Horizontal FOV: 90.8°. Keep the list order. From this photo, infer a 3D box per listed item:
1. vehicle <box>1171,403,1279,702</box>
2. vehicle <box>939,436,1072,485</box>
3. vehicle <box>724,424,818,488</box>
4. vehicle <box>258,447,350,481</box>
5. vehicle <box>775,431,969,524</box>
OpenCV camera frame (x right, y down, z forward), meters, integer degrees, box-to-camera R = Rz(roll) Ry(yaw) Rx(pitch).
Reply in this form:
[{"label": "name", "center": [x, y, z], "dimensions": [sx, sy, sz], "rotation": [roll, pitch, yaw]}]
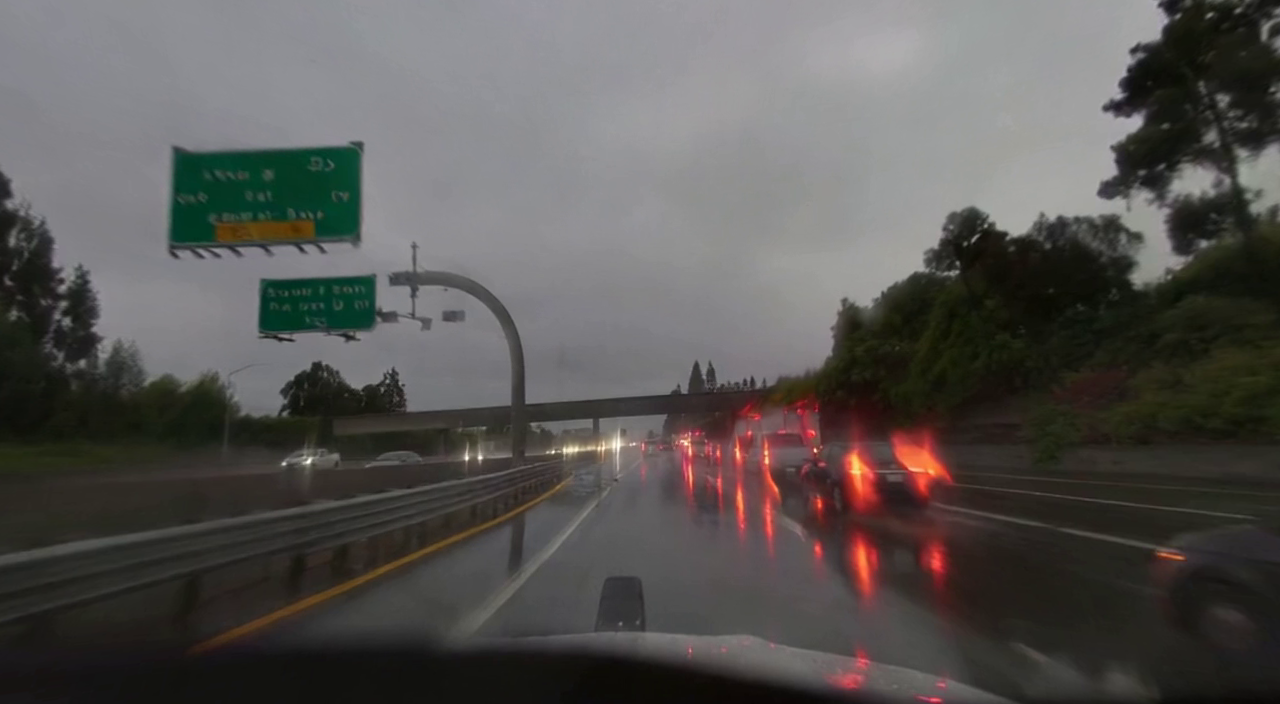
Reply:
[{"label": "vehicle", "center": [4.178, 0.705, 1.191], "dimensions": [1.991, 1.473, 5.033], "rotation": [0, -8, 0]}, {"label": "vehicle", "center": [12.216, 3.646, 21.571], "dimensions": [1.839, 1.490, 4.636], "rotation": [0, -8, 1]}, {"label": "vehicle", "center": [4.400, 3.597, 22.111], "dimensions": [2.191, 1.963, 5.001], "rotation": [0, -8, 0]}, {"label": "vehicle", "center": [-19.779, 6.568, 37.572], "dimensions": [2.253, 1.837, 5.643], "rotation": [0, -8, 1]}, {"label": "vehicle", "center": [4.305, 2.418, 12.799], "dimensions": [2.065, 1.487, 4.972], "rotation": [0, -8, 0]}]
